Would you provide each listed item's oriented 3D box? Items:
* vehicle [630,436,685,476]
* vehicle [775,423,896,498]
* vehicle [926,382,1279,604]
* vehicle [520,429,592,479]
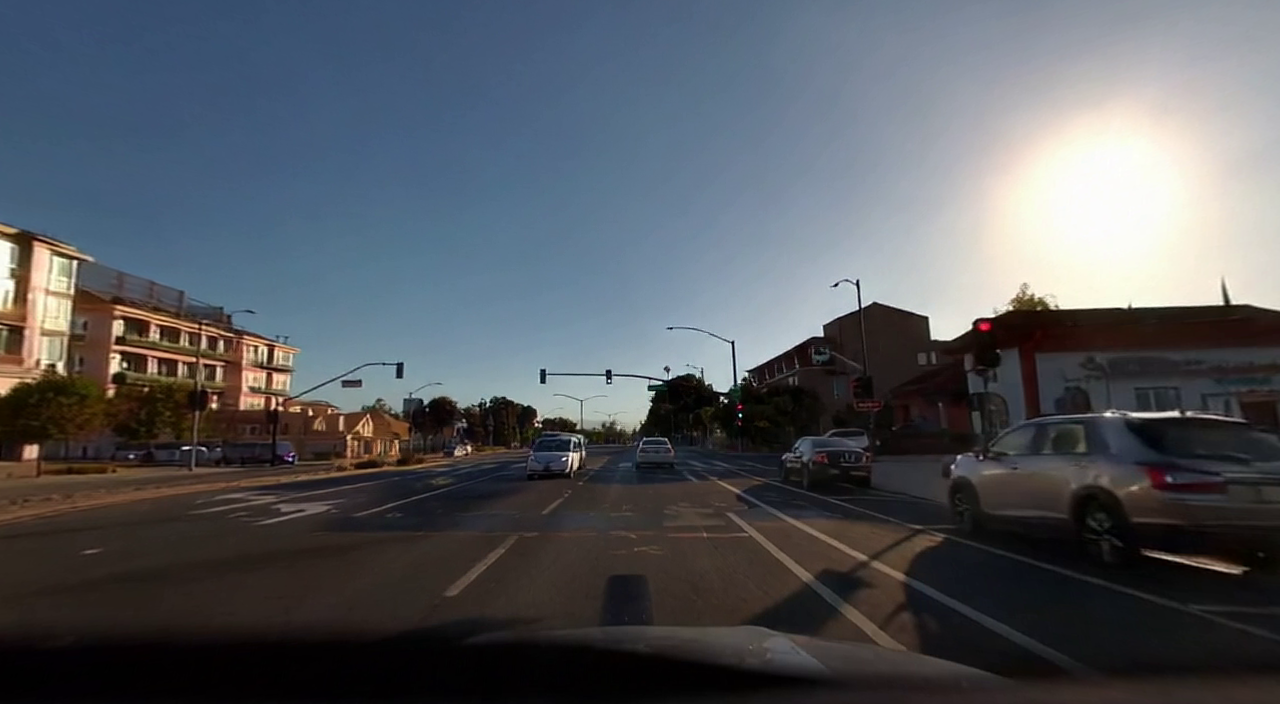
[{"bbox_3d":[0.631,4.215,25.739,2.075,1.480,3.920,0,-8,0],"label":"vehicle"},{"bbox_3d":[5.744,3.176,19.262,2.112,1.966,4.642,-1,-7,-1],"label":"vehicle"},{"bbox_3d":[5.599,1.425,7.538,2.069,1.776,4.797,0,-7,0],"label":"vehicle"},{"bbox_3d":[-3.147,3.962,24.686,2.150,1.779,4.423,0,-8,1],"label":"vehicle"}]
